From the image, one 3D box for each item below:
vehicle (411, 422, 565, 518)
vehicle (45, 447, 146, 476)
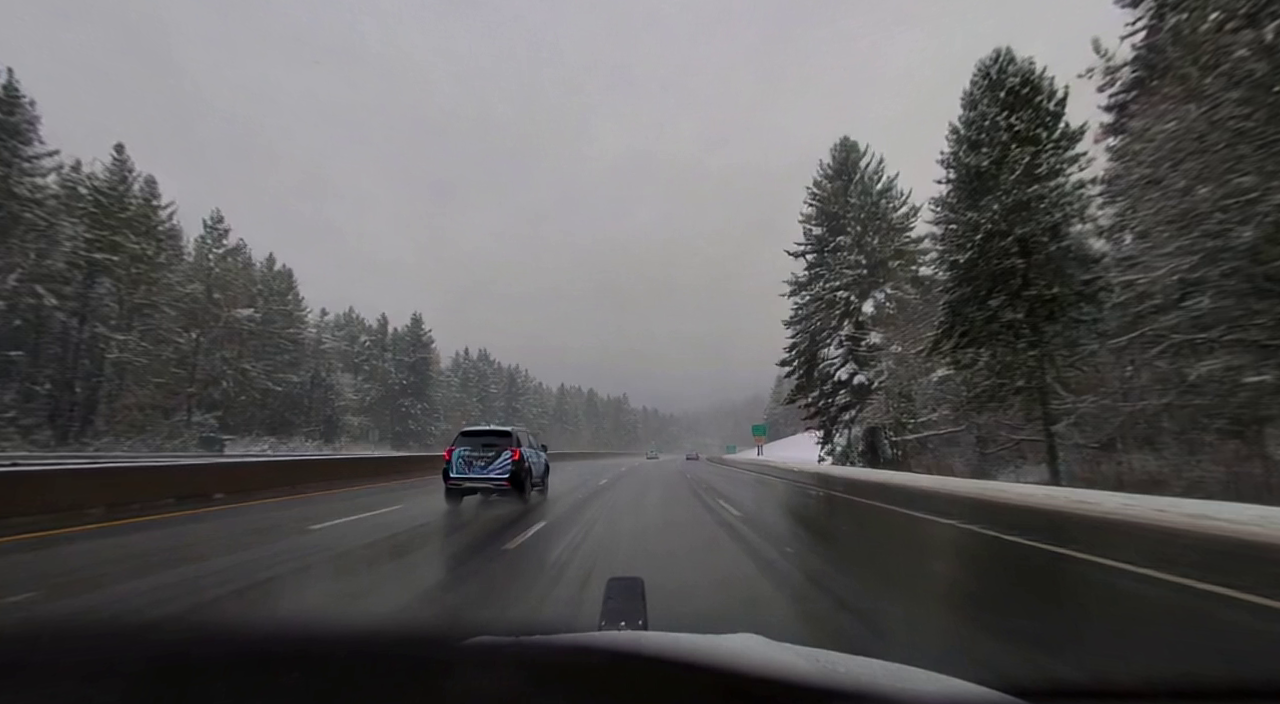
[{"bbox_3d":[-3.175,2.595,14.393,2.183,1.803,4.685,0,-8,2],"label":"vehicle"},{"bbox_3d":[-31.490,6.324,36.644,1.816,1.529,4.414,0,-8,2],"label":"vehicle"}]
